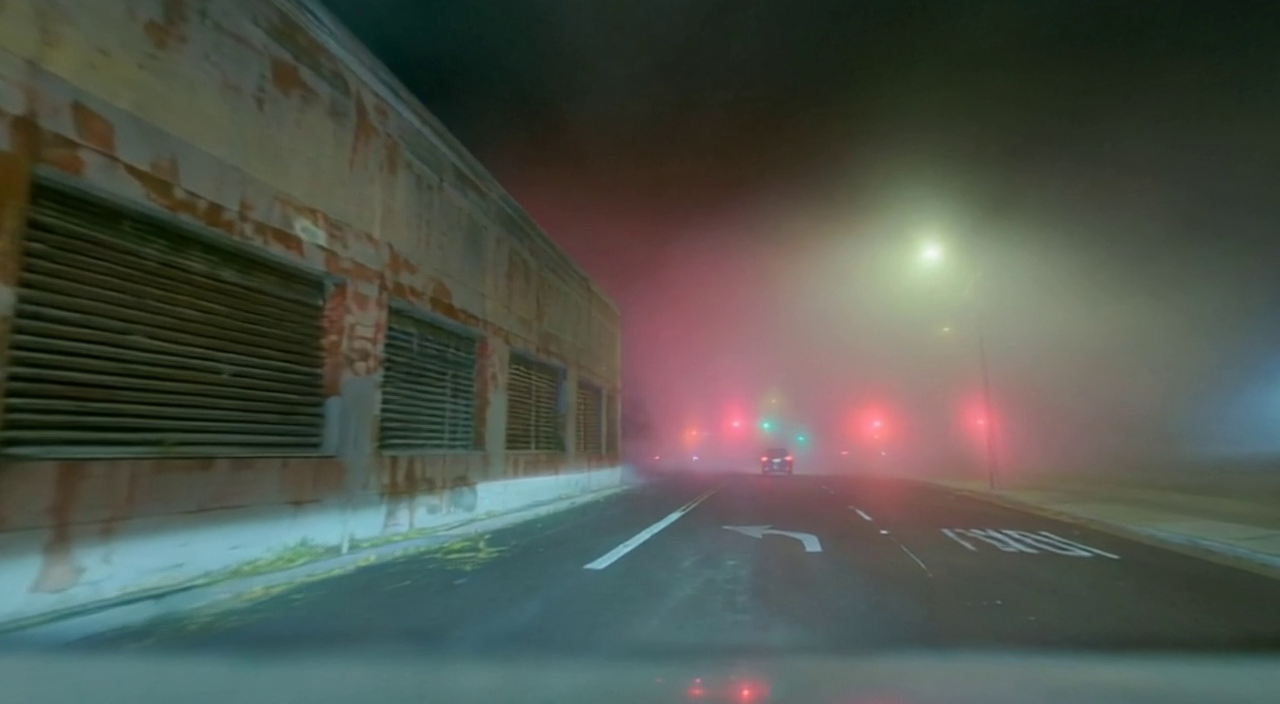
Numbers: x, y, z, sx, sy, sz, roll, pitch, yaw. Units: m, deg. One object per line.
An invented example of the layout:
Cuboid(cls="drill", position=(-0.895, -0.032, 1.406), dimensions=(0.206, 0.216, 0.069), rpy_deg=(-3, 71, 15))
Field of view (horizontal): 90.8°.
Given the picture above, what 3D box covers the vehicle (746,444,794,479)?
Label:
Cuboid(cls="vehicle", position=(6.770, 5.607, 32.689), dimensions=(2.218, 1.657, 4.551), rpy_deg=(-1, -9, 12))
